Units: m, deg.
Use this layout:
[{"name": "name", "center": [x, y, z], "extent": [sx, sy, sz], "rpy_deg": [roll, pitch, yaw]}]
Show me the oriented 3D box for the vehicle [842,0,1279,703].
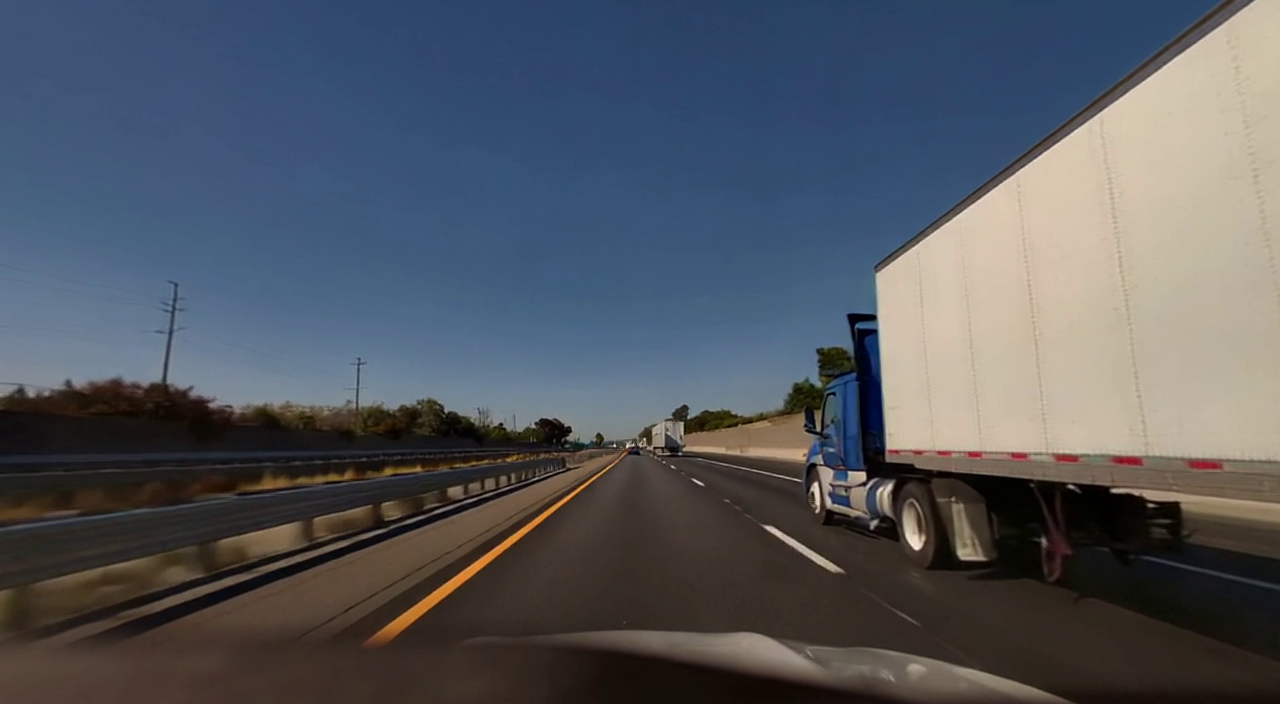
[{"name": "vehicle", "center": [4.396, -0.079, 3.350], "extent": [3.107, 3.718, 10.231], "rpy_deg": [0, -9, -1]}]
